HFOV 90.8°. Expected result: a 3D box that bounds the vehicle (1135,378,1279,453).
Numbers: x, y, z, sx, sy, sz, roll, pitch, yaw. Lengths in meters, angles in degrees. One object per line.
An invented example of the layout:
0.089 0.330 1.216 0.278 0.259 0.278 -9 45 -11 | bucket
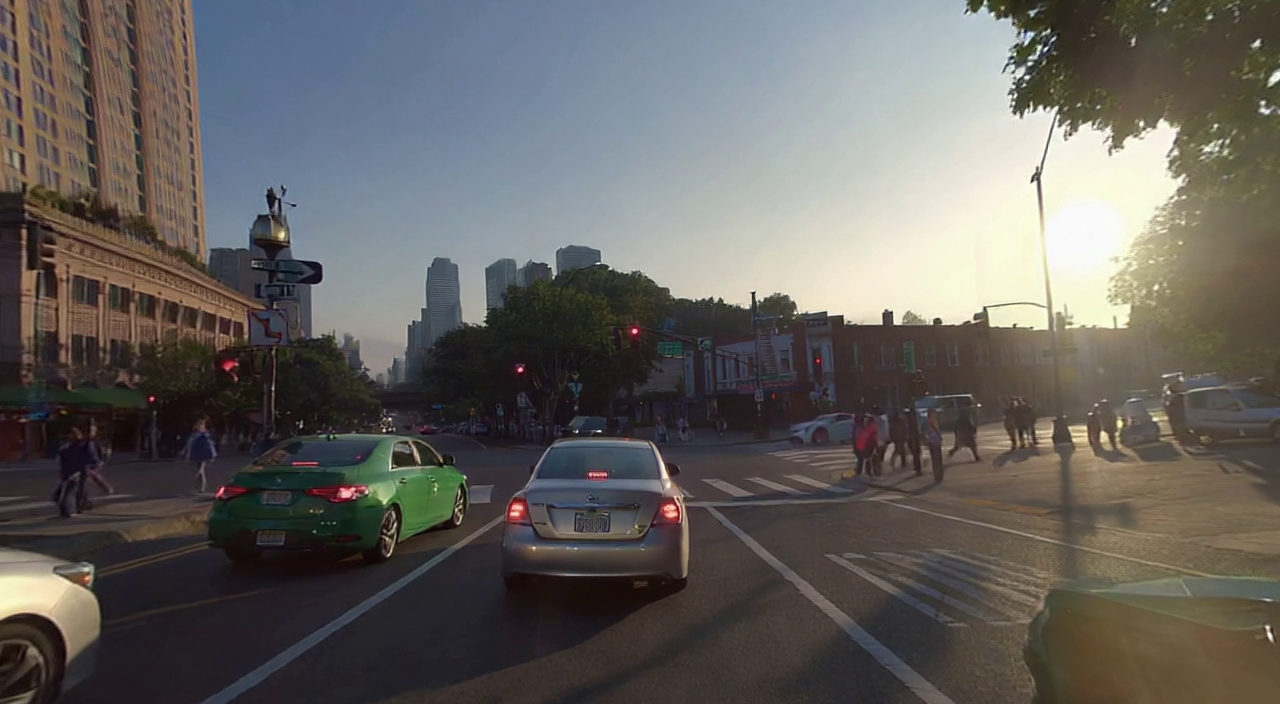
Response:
21.622 2.356 22.887 5.863 2.493 2.354 2 -9 -12 | vehicle

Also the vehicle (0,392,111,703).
-3.920 0.705 1.186 1.995 1.524 4.438 0 -8 0 | vehicle

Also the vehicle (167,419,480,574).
-3.696 1.756 8.472 1.934 1.522 4.287 0 -8 0 | vehicle

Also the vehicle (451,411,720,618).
-0.423 1.501 6.729 1.999 1.520 3.896 0 -8 -1 | vehicle

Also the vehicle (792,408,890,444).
10.465 3.923 32.947 4.657 1.769 1.979 4 -9 -24 | vehicle

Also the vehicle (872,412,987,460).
10.992 3.199 23.900 4.392 1.667 1.958 6 -10 -35 | vehicle
